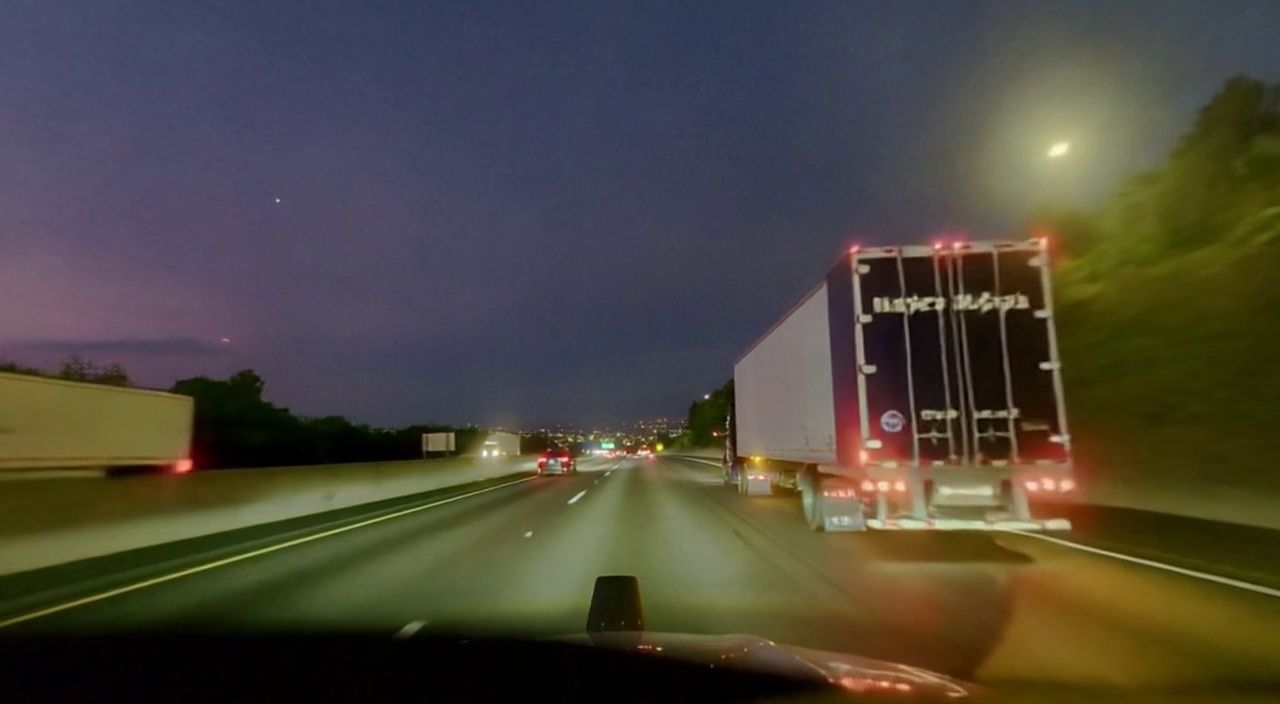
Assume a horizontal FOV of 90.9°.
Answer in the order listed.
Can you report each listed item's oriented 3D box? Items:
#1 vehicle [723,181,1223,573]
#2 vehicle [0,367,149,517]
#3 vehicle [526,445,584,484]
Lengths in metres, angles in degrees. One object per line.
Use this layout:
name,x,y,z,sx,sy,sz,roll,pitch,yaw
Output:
vehicle,4.163,1.240,13.324,3.025,4.005,14.010,0,-9,0
vehicle,-19.084,2.198,15.525,2.947,4.086,13.663,0,-9,0
vehicle,-3.550,4.790,27.082,1.918,1.510,4.006,0,-9,1
